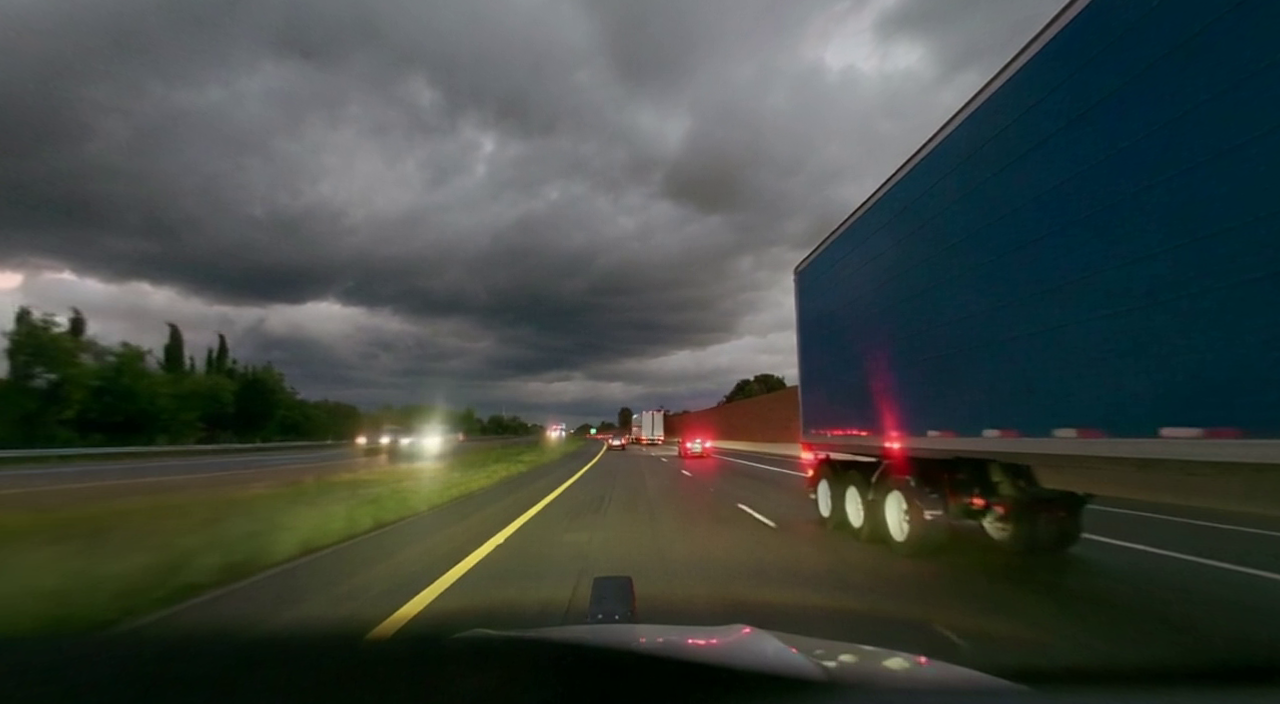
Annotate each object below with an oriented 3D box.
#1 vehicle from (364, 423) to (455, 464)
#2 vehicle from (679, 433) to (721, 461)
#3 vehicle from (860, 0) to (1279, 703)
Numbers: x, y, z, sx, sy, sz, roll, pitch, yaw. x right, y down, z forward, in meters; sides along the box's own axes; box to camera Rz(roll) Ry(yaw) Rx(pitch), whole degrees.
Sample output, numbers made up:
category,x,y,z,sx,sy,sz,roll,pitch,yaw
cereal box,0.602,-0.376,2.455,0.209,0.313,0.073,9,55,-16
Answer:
category,x,y,z,sx,sy,sz,roll,pitch,yaw
vehicle,-8.926,3.578,24.835,1.989,1.462,4.329,0,-7,-1
vehicle,3.339,5.356,35.865,1.813,1.454,4.197,0,-7,-3
vehicle,4.348,-0.653,0.661,2.965,4.033,14.299,0,-7,-1
